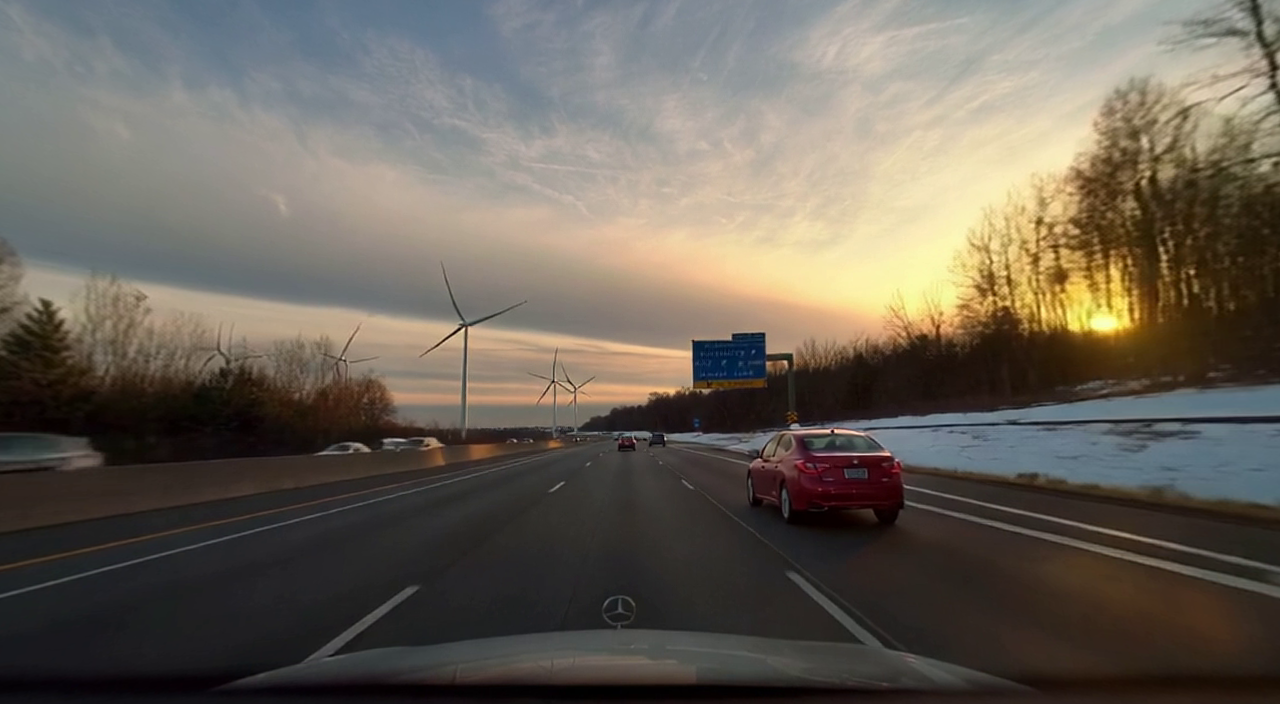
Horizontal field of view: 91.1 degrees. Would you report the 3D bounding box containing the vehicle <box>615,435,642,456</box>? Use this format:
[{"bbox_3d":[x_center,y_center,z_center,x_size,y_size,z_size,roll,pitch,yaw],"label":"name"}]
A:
[{"bbox_3d":[-0.889,6.939,46.758,1.892,1.496,3.575,0,-8,-2],"label":"vehicle"}]

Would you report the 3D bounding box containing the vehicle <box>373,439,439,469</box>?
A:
[{"bbox_3d":[-12.658,5.503,34.310,1.923,1.501,4.517,0,-8,0],"label":"vehicle"}]

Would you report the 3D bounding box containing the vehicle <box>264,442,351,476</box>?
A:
[{"bbox_3d":[-16.625,5.344,31.739,1.890,1.523,4.755,0,-8,-1],"label":"vehicle"}]
